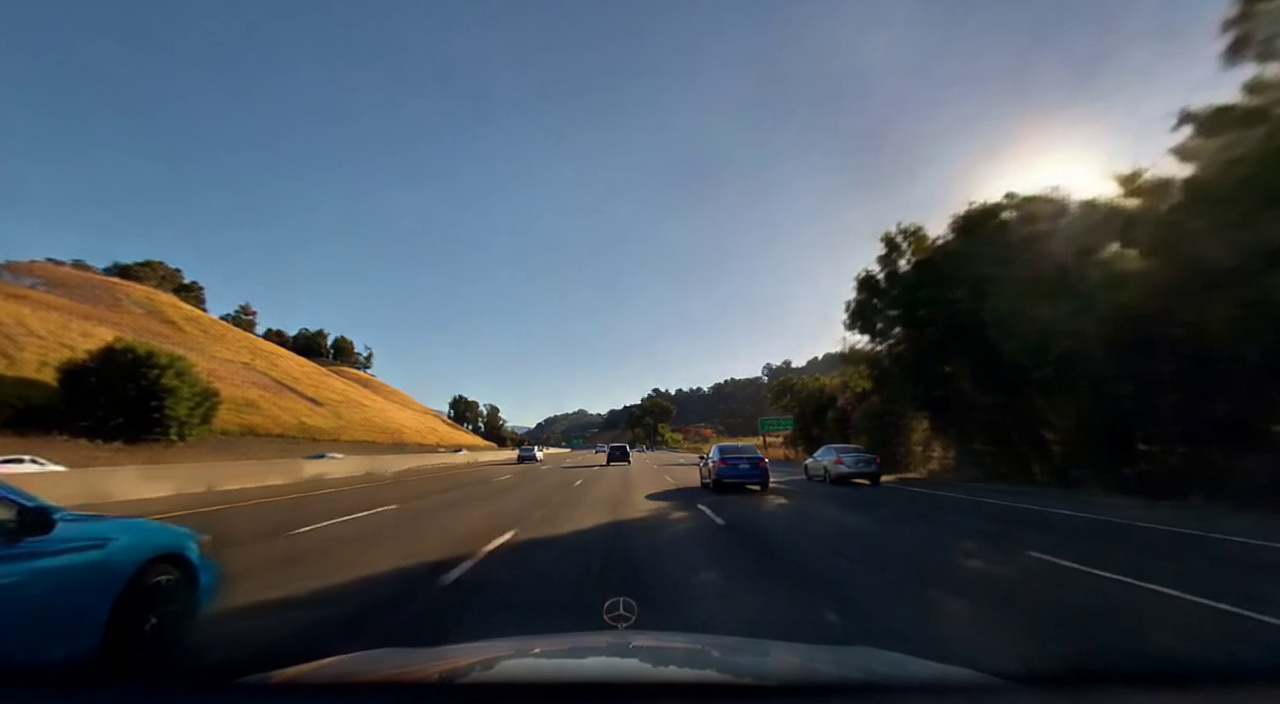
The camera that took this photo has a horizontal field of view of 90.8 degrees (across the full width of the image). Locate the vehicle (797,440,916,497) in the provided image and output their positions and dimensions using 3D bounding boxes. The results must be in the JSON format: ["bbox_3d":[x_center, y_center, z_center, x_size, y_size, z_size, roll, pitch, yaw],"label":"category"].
[{"bbox_3d":[6.247,3.390,18.828,1.845,1.452,4.352,0,-8,-2],"label":"vehicle"}]

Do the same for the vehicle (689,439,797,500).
[{"bbox_3d":[2.743,3.274,18.122,2.120,1.492,4.734,0,-8,-2],"label":"vehicle"}]

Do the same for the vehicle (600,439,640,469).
[{"bbox_3d":[-1.172,6.070,37.702,2.277,1.675,4.023,0,-8,-2],"label":"vehicle"}]
